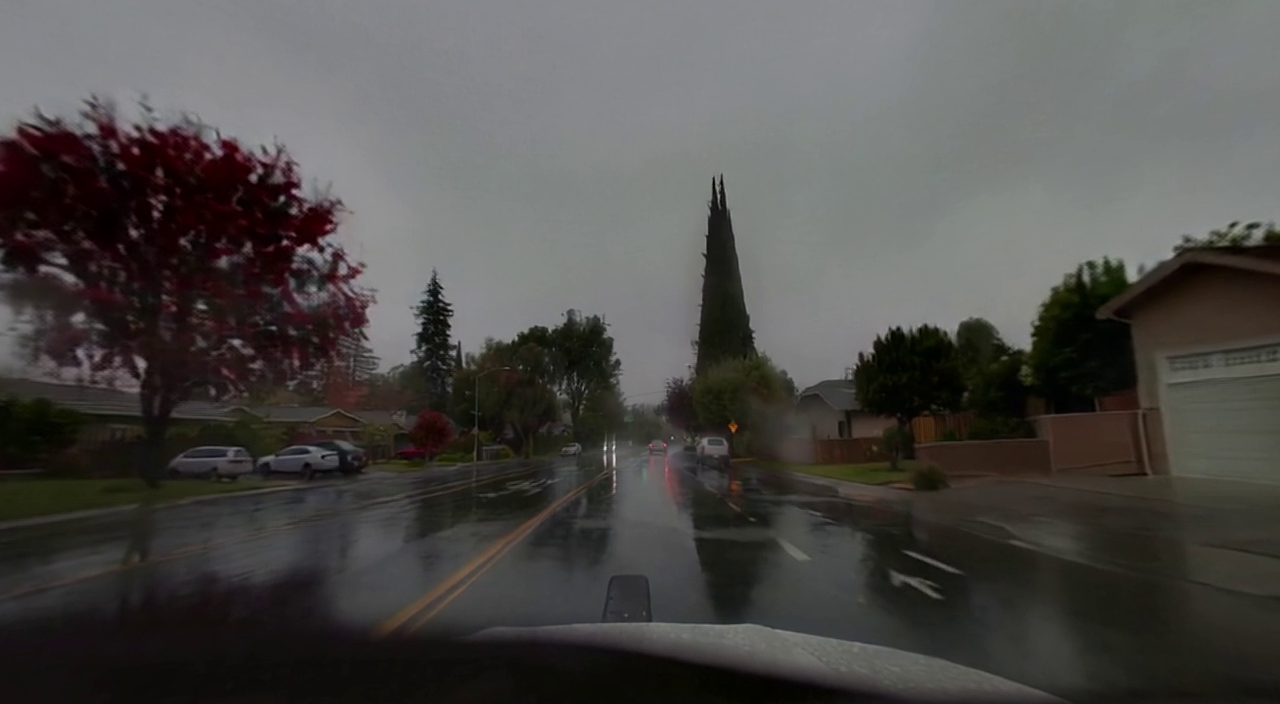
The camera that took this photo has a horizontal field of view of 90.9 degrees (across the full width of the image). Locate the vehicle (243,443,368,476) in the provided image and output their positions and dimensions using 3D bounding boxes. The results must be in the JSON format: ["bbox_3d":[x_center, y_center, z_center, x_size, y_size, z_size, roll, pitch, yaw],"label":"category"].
[{"bbox_3d":[-18.087,5.825,34.282,5.419,1.649,2.396,0,-9,1],"label":"vehicle"}]

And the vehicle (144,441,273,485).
[{"bbox_3d":[-18.801,4.793,27.606,4.372,1.745,2.017,6,-10,-35],"label":"vehicle"}]

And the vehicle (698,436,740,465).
[{"bbox_3d":[5.425,6.828,43.883,2.233,1.887,5.347,0,-9,0],"label":"vehicle"}]
